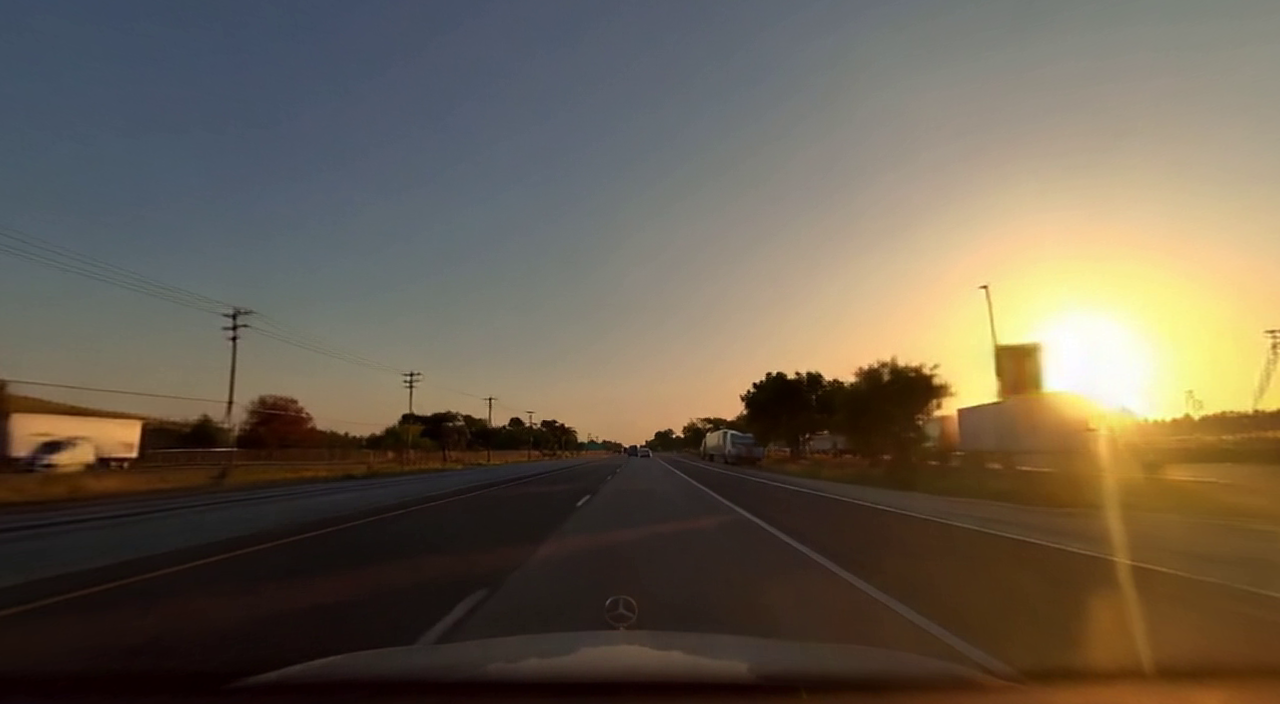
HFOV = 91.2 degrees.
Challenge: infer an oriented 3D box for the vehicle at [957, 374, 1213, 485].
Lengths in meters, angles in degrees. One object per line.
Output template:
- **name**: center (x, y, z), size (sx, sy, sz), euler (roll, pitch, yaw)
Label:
- **vehicle**: center (20.490, 3.929, 31.129), size (2.840, 4.125, 15.151), euler (-1, -8, 5)

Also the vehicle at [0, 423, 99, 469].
- **vehicle**: center (-34.501, 5.312, 35.067), size (2.235, 2.370, 7.070), euler (-1, -9, -1)
